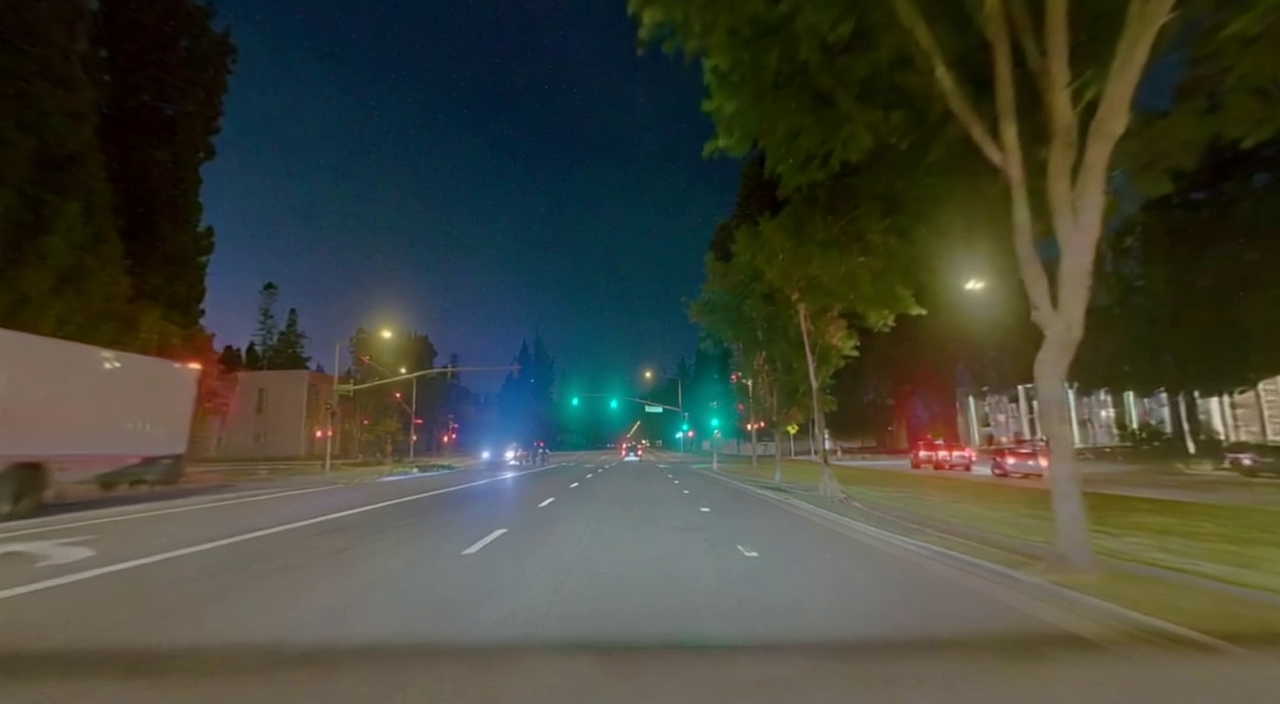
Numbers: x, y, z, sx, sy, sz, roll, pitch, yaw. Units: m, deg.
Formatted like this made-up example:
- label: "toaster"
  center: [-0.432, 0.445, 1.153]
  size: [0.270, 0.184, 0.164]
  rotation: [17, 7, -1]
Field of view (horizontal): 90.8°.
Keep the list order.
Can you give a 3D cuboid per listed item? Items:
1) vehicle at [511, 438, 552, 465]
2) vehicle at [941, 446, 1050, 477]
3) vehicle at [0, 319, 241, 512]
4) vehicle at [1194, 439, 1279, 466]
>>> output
- label: "vehicle"
  center: [-7.115, 6.555, 41.924]
  size: [1.946, 1.680, 4.203]
  rotation: [0, -8, 0]
- label: "vehicle"
  center: [18.299, 5.647, 32.732]
  size: [4.455, 1.475, 1.971]
  rotation: [-2, -9, 14]
- label: "vehicle"
  center: [-15.189, 1.333, 13.297]
  size: [2.978, 4.087, 16.920]
  rotation: [0, -8, -1]
- label: "vehicle"
  center: [34.215, 5.577, 35.111]
  size: [4.593, 1.460, 1.926]
  rotation: [-3, -9, 16]
